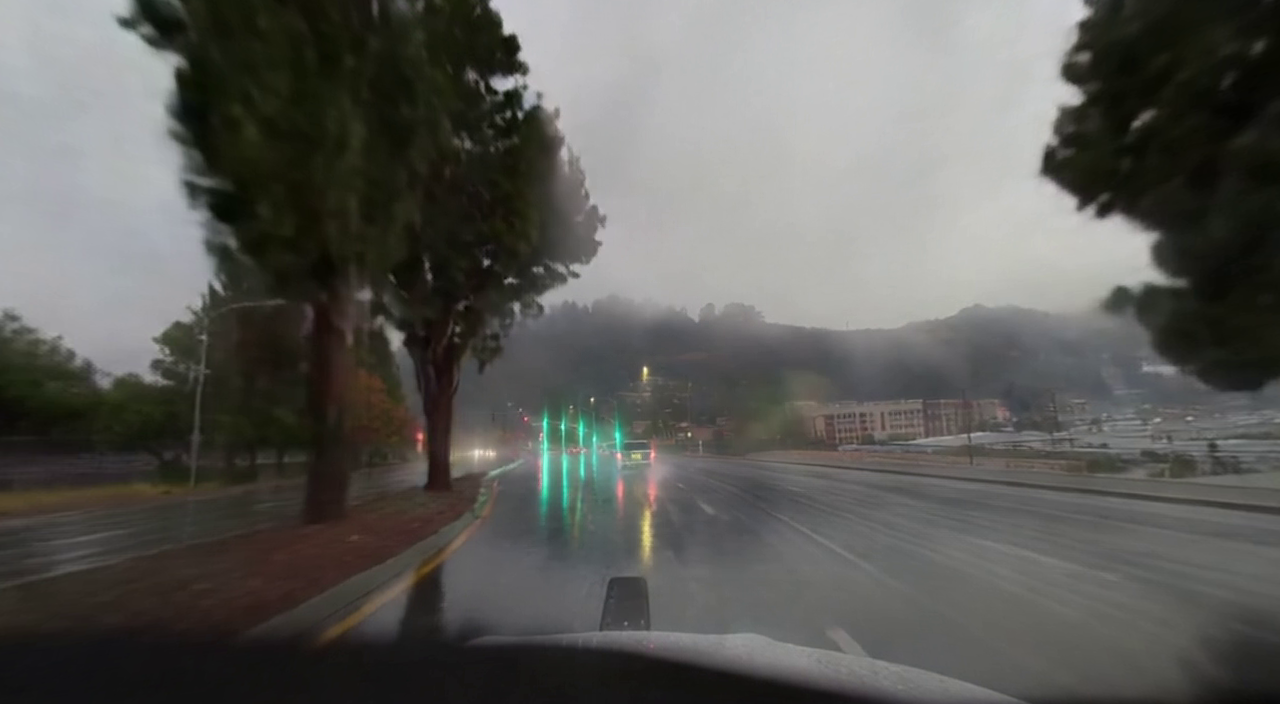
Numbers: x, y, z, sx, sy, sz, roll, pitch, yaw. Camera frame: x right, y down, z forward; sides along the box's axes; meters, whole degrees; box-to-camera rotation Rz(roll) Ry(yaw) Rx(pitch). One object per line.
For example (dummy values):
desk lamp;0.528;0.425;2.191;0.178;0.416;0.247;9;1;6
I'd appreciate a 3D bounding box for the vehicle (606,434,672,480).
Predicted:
vehicle;-0.156;4.396;26.671;2.253;1.756;4.313;1;-9;-7
